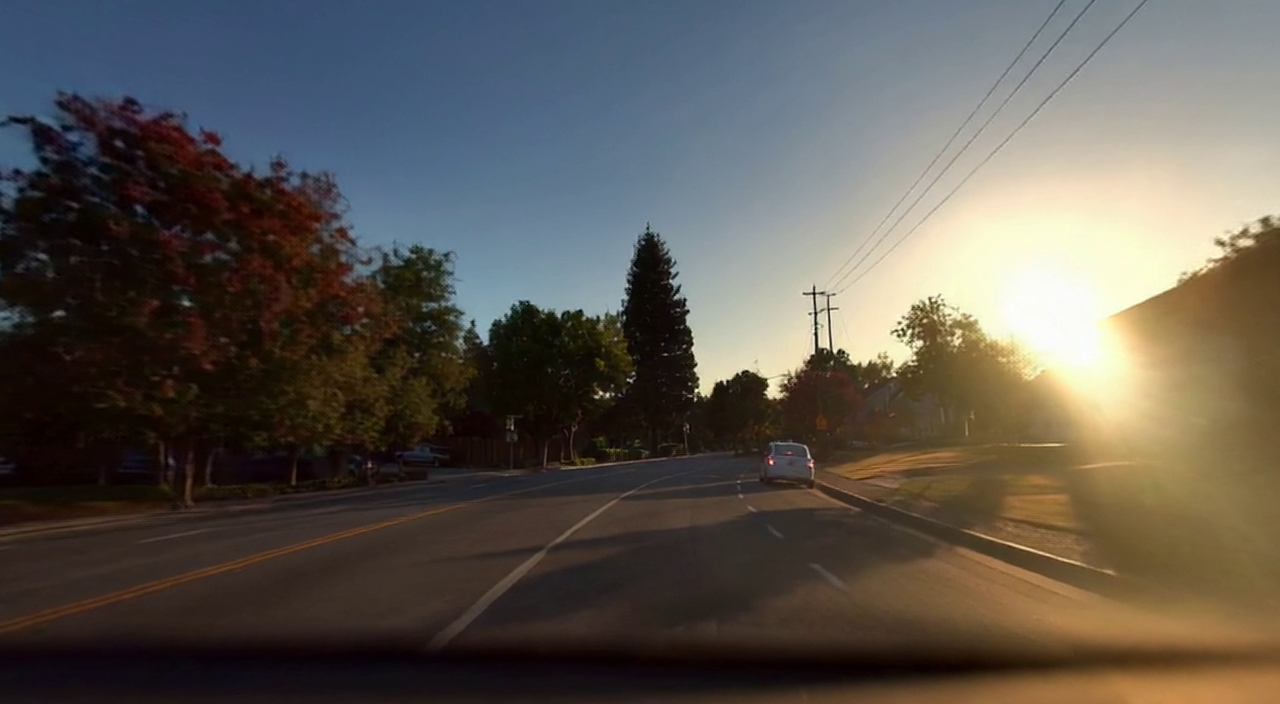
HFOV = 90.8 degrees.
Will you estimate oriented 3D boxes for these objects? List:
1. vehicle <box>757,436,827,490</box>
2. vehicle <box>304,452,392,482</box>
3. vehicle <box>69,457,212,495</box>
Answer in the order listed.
[{"bbox_3d":[5.507,4.050,23.418,1.989,1.782,4.351,-1,-9,7],"label":"vehicle"},{"bbox_3d":[-16.519,6.493,35.797,4.284,1.549,1.828,-2,-9,14],"label":"vehicle"},{"bbox_3d":[-20.766,5.133,26.357,4.658,1.482,1.879,-1,-9,8],"label":"vehicle"}]
